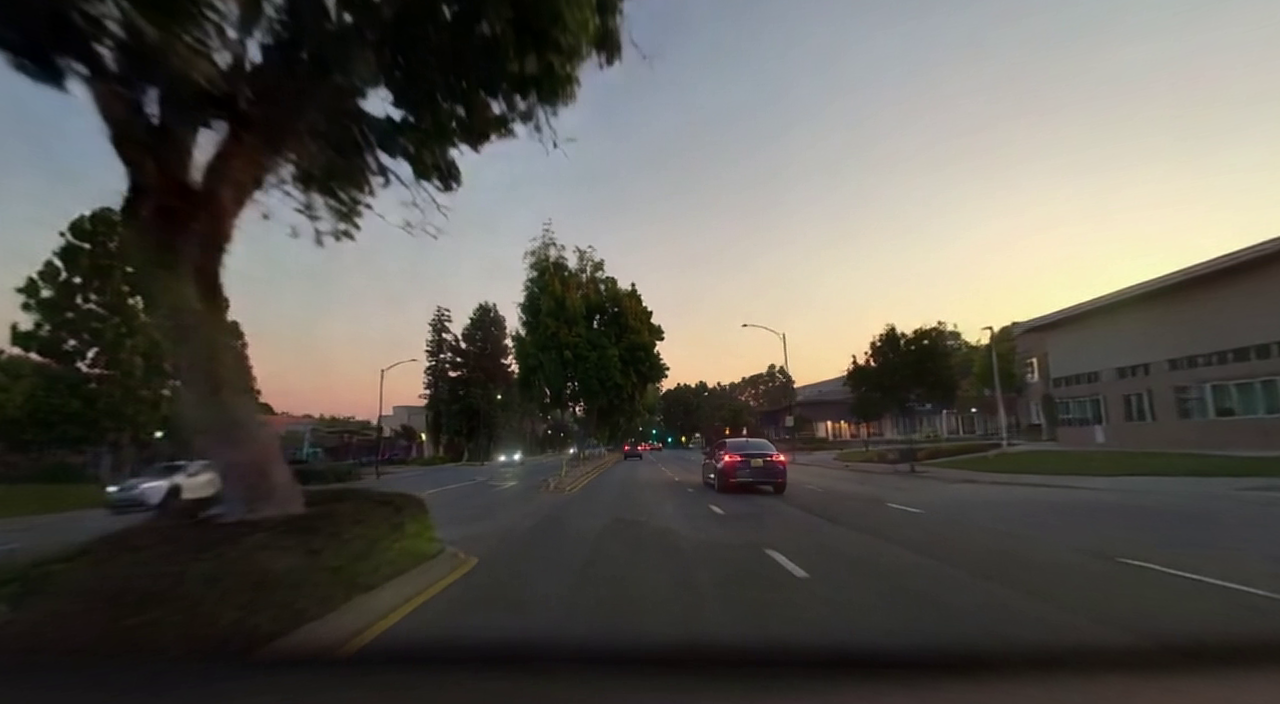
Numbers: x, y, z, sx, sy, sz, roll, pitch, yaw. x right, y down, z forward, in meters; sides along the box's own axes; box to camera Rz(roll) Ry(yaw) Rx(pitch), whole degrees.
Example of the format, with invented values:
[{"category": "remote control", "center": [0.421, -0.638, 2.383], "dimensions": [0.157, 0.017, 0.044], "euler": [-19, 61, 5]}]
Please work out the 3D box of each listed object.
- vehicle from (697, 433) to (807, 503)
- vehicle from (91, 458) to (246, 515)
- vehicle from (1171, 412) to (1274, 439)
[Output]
[{"category": "vehicle", "center": [2.868, 3.085, 17.316], "dimensions": [1.995, 1.616, 4.729], "euler": [0, -8, -2]}, {"category": "vehicle", "center": [-16.104, 4.571, 21.944], "dimensions": [1.913, 1.658, 4.465], "euler": [0, -8, 0]}, {"category": "vehicle", "center": [34.146, 4.355, 37.107], "dimensions": [4.273, 1.517, 1.815], "euler": [0, -8, -2]}]
